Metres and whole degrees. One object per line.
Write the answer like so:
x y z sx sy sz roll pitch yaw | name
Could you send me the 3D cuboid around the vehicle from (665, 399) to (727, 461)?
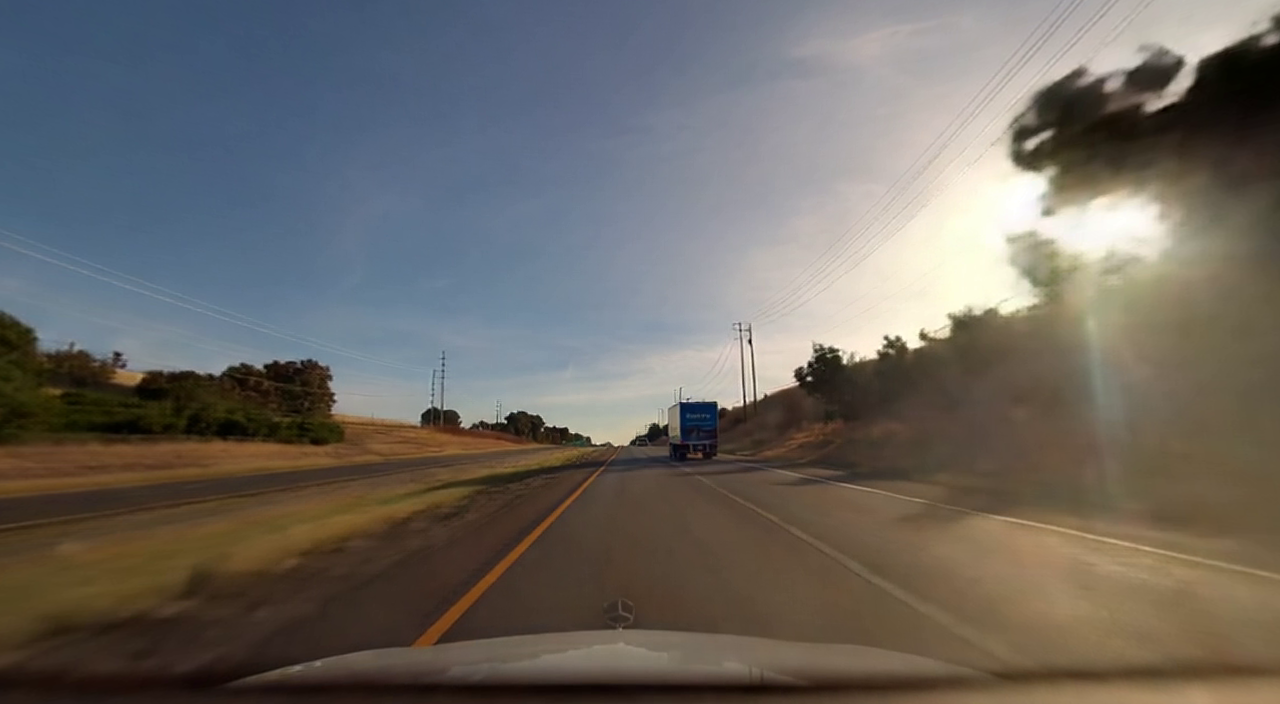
3.506 5.281 41.968 3.037 3.672 9.136 0 -8 -1 | vehicle
